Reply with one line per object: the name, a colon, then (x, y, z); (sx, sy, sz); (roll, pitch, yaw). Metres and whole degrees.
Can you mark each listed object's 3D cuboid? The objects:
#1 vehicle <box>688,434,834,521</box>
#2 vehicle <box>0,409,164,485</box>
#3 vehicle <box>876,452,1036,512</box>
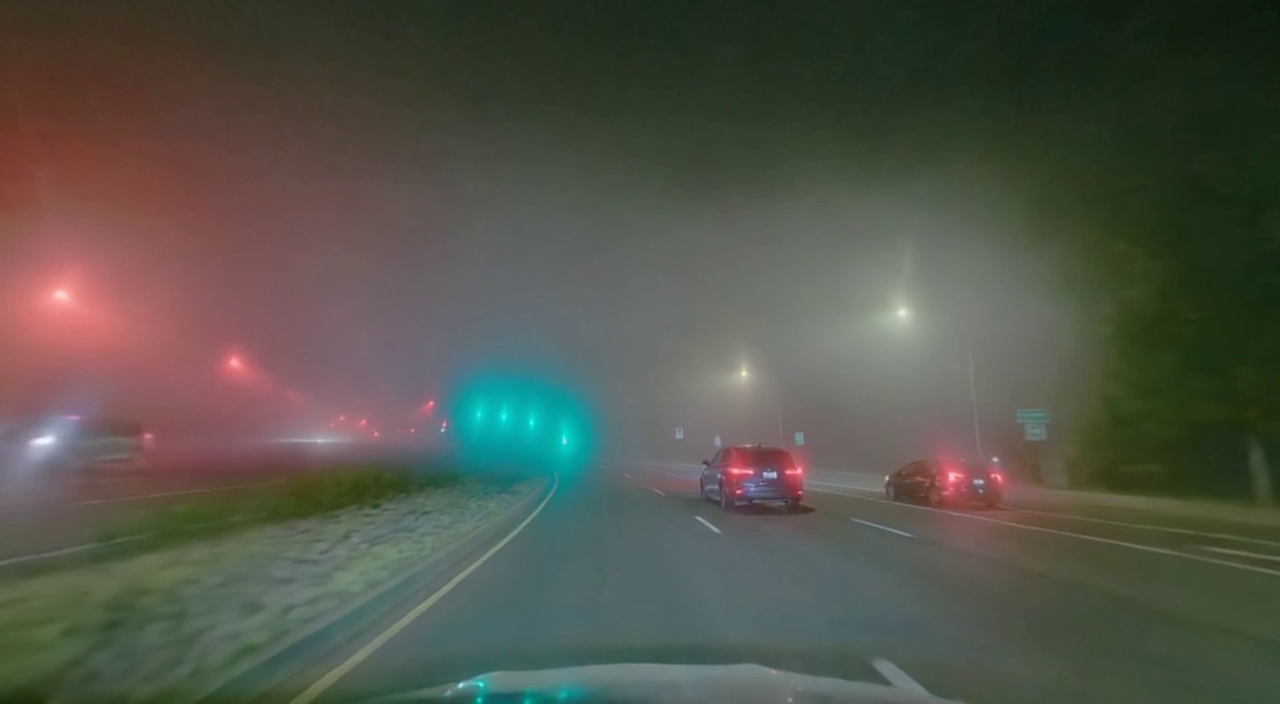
vehicle: (2.513, 2.754, 14.451); (2.122, 1.646, 4.525); (1, -9, -4)
vehicle: (-14.132, 2.311, 15.476); (2.206, 1.583, 4.539); (2, -9, -14)
vehicle: (9.000, 3.712, 18.566); (1.940, 1.460, 4.652); (1, -9, -5)
